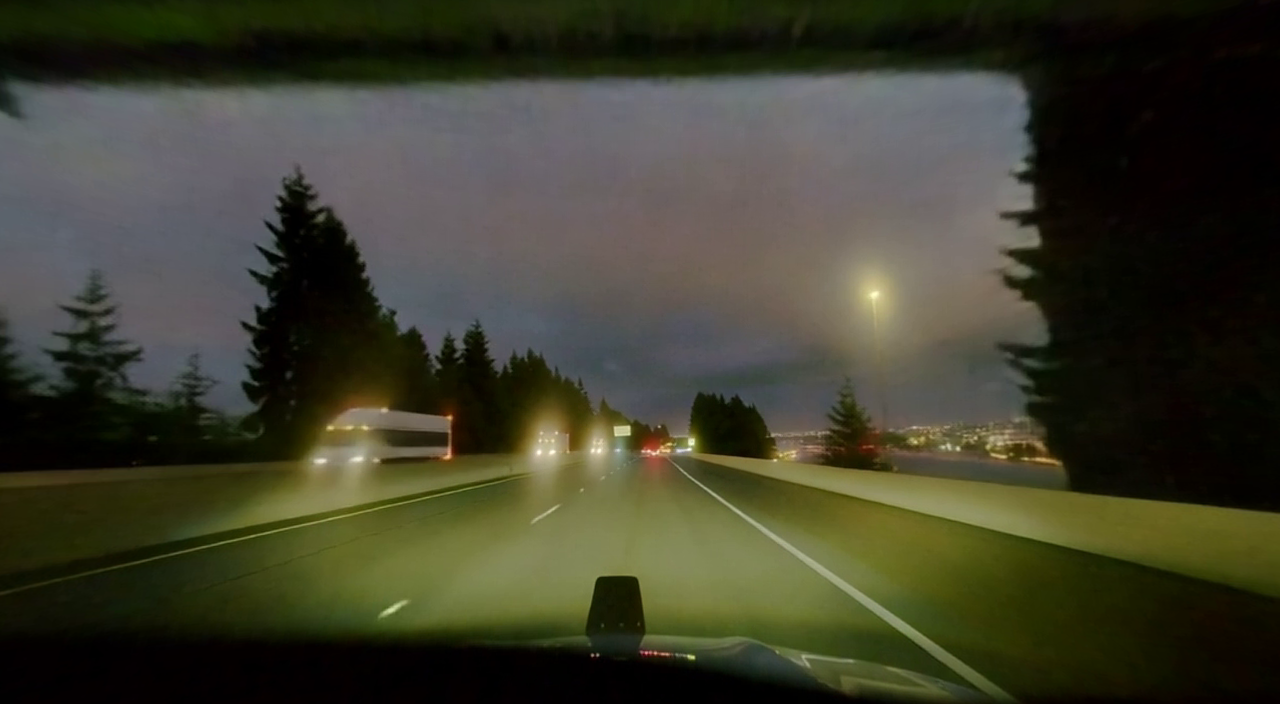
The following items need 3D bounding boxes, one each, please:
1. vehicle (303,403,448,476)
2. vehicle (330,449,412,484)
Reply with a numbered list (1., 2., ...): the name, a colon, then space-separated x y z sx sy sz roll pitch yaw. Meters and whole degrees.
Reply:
1. vehicle: -16.684 5.869 41.740 2.886 3.974 14.639 0 -9 2
2. vehicle: -12.488 5.301 29.574 1.800 1.470 4.577 0 -9 1
